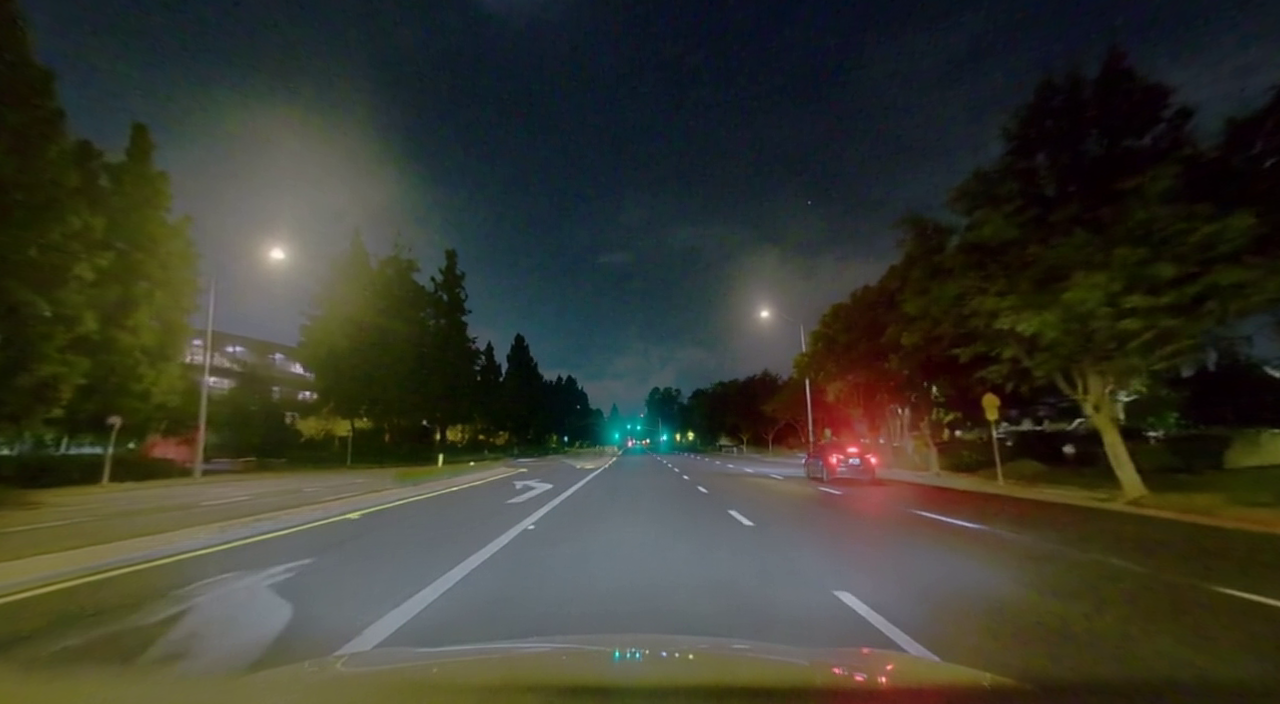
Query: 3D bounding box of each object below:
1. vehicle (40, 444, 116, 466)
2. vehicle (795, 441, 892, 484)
[{"bbox_3d":[-41.549,7.591,46.636,3.662,1.533,1.819,3,-9,-19],"label":"vehicle"},{"bbox_3d":[7.431,4.071,23.546,2.054,1.421,4.487,0,-8,-1],"label":"vehicle"}]
